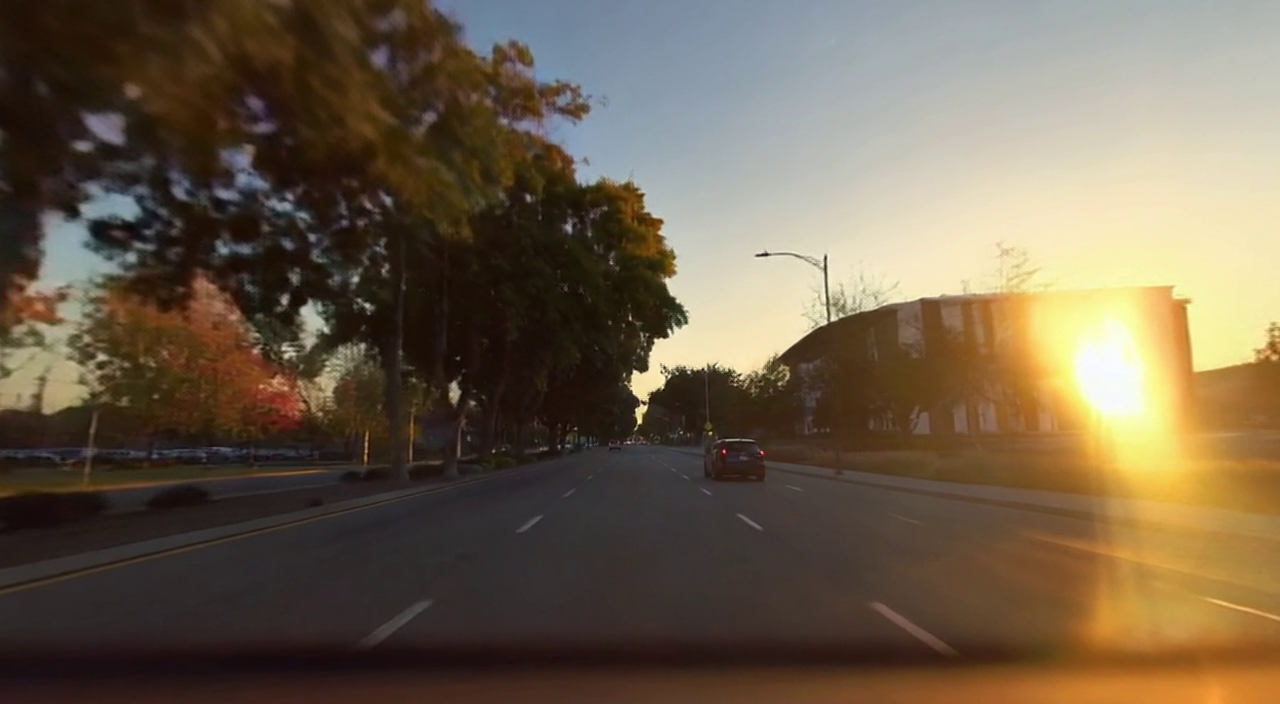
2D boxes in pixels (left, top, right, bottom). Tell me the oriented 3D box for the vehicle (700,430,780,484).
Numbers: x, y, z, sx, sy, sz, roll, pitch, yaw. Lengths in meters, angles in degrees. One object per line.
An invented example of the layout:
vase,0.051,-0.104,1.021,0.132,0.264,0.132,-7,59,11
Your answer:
vehicle,3.474,3.729,22.760,2.083,1.743,4.354,0,-8,-1
